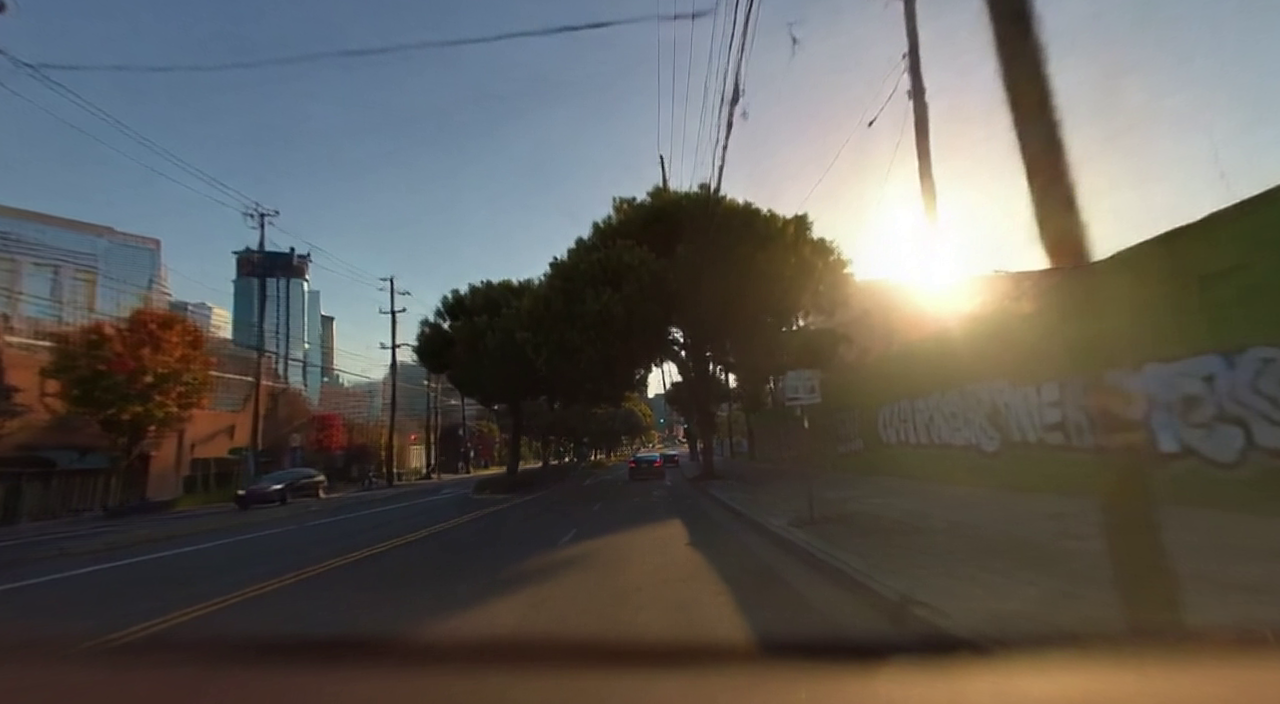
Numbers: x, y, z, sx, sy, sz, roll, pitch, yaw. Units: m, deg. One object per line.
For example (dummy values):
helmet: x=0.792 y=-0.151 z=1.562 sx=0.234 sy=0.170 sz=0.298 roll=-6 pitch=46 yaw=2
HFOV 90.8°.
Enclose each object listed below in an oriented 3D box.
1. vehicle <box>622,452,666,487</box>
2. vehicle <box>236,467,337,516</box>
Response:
vehicle: x=0.236 y=5.998 z=32.545 sx=2.105 sy=1.611 sz=3.750 roll=-1 pitch=-9 yaw=1
vehicle: x=-15.763 y=6.194 z=28.492 sx=1.952 sy=1.698 sz=4.493 roll=-5 pitch=-9 yaw=1
